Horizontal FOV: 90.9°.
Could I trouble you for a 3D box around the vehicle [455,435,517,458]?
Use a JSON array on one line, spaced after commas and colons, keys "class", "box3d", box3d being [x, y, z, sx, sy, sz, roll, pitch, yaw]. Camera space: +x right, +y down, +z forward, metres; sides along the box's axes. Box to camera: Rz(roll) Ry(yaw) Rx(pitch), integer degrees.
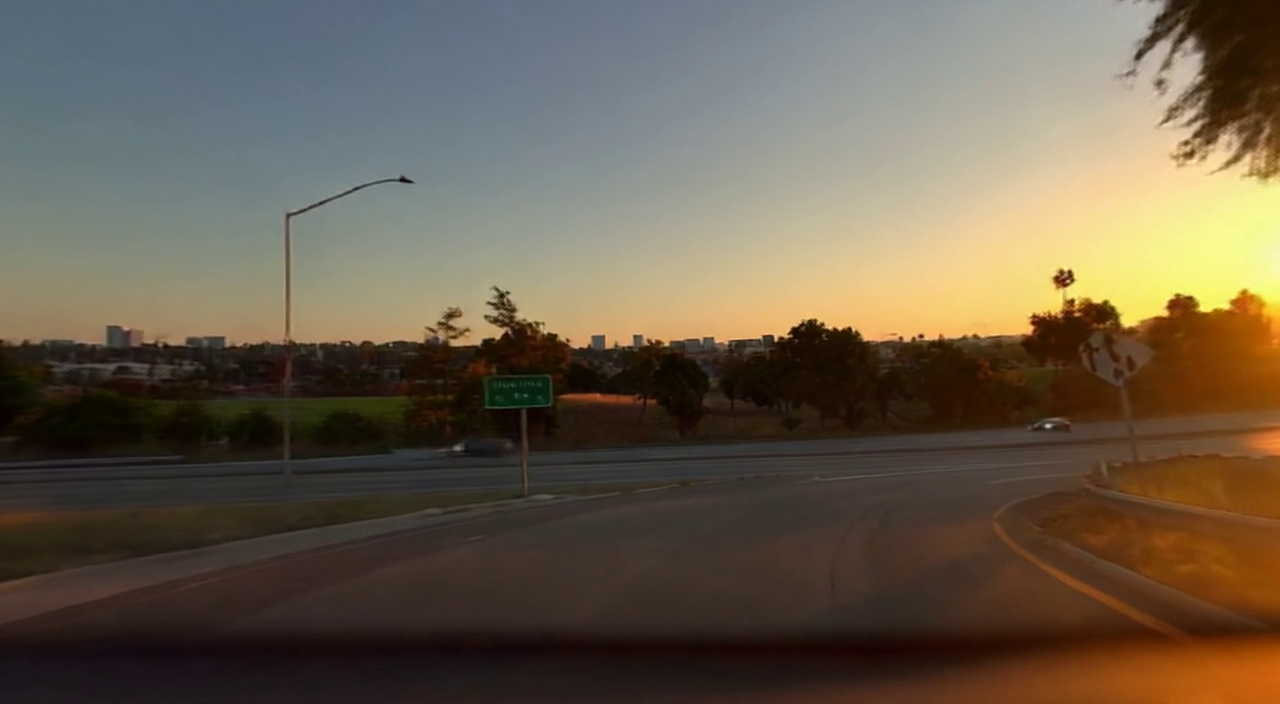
[{"class": "vehicle", "box3d": [-10.181, 6.218, 41.691, 3.706, 1.442, 1.743, 3, -9, -23]}]
